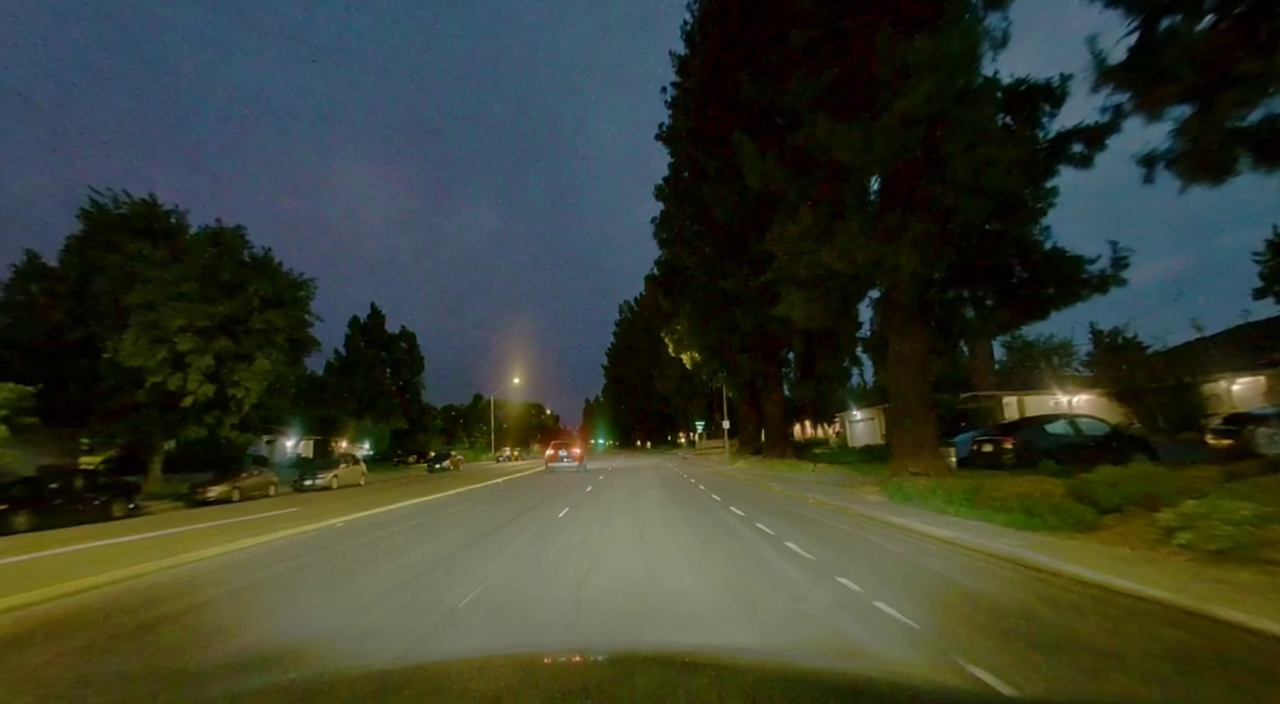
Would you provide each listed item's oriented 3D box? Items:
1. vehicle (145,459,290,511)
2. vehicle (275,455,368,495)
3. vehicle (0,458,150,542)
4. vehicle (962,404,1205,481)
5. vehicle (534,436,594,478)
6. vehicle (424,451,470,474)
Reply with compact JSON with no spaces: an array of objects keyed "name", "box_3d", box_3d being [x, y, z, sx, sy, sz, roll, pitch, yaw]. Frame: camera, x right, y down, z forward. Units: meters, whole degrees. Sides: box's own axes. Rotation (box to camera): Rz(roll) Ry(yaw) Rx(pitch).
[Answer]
[{"name":"vehicle","box_3d":[-14.070,4.413,21.435,1.856,1.477,4.574,-3,-10,-1]},{"name":"vehicle","box_3d":[-13.827,5.332,27.719,1.884,1.509,4.110,0,-8,1]},{"name":"vehicle","box_3d":[-14.010,3.300,14.234,1.997,1.663,5.013,-3,-9,-1]},{"name":"vehicle","box_3d":[10.954,2.270,15.894,4.471,1.780,2.190,0,-8,-3]},{"name":"vehicle","box_3d":[-3.279,4.626,28.098,2.135,1.731,4.232,0,-8,0]},{"name":"vehicle","box_3d":[-13.963,8.012,45.976,1.900,1.494,4.730,0,-8,0]}]
